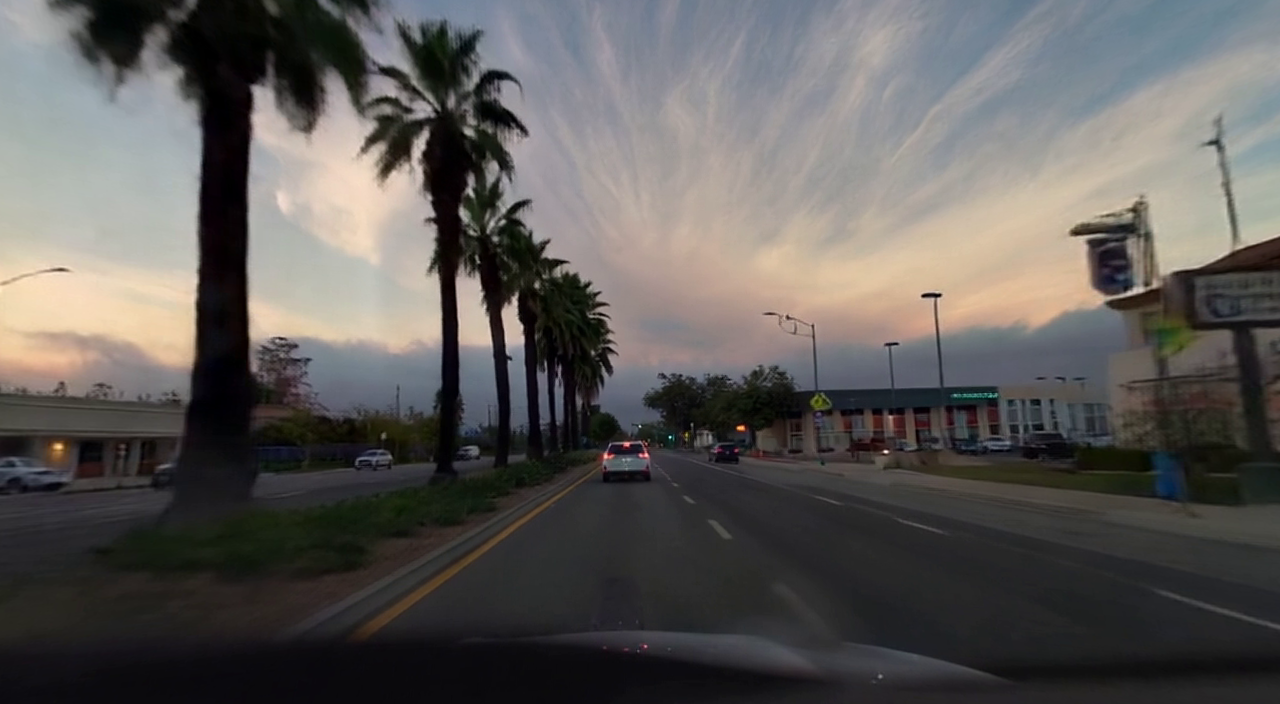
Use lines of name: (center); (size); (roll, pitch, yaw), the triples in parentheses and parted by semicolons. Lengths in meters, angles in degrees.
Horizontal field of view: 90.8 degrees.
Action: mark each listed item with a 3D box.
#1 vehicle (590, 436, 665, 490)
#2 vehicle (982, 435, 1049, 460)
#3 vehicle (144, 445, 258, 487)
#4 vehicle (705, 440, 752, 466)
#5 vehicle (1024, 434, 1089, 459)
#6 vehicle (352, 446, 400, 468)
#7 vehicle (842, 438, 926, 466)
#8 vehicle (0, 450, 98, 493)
vehicle: (-0.352, 3.454, 19.898); (2.106, 1.496, 3.964); (0, -9, 0)
vehicle: (26.918, 6.885, 45.483); (2.045, 1.690, 4.761); (0, -9, 4)
vehicle: (-19.253, 4.991, 27.997); (2.021, 1.666, 4.247); (0, -9, -1)
vehicle: (5.664, 6.574, 41.219); (2.244, 1.618, 4.585); (0, -9, -2)
vehicle: (29.746, 6.786, 45.299); (1.890, 1.640, 4.064); (0, -9, 1)
vehicle: (-19.605, 7.799, 47.102); (1.862, 1.606, 4.071); (0, -9, -1)
vehicle: (15.340, 6.293, 39.810); (4.358, 1.732, 2.129); (1, -9, -3)
vehicle: (-27.018, 5.249, 28.118); (1.934, 1.736, 4.341); (0, -9, -1)
